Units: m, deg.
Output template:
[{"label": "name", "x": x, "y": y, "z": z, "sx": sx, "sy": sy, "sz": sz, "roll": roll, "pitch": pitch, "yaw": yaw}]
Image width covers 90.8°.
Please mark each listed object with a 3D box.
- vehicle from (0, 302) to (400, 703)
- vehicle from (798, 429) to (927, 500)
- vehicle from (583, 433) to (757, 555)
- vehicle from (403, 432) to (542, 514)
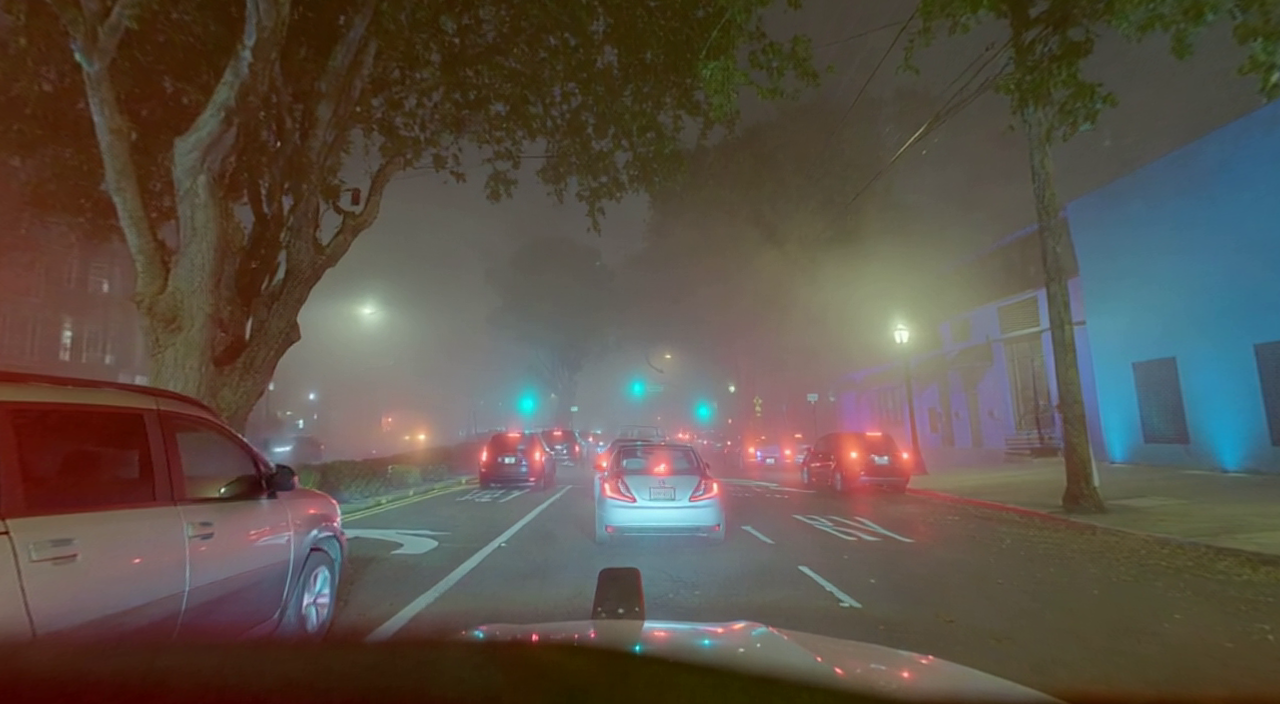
[{"label": "vehicle", "x": -3.273, "y": 0.929, "z": 3.391, "sx": 2.152, "sy": 1.802, "sz": 4.628, "roll": 0, "pitch": -9, "yaw": 0}, {"label": "vehicle", "x": 6.341, "y": 3.248, "z": 18.695, "sx": 2.025, "sy": 1.808, "sz": 4.579, "roll": 0, "pitch": -9, "yaw": -2}, {"label": "vehicle", "x": 0.268, "y": 1.994, "z": 9.583, "sx": 2.095, "sy": 1.438, "sz": 3.843, "roll": 0, "pitch": -9, "yaw": -3}, {"label": "vehicle", "x": -3.509, "y": 2.625, "z": 14.236, "sx": 1.901, "sy": 1.522, "sz": 4.556, "roll": 0, "pitch": -9, "yaw": 0}]
